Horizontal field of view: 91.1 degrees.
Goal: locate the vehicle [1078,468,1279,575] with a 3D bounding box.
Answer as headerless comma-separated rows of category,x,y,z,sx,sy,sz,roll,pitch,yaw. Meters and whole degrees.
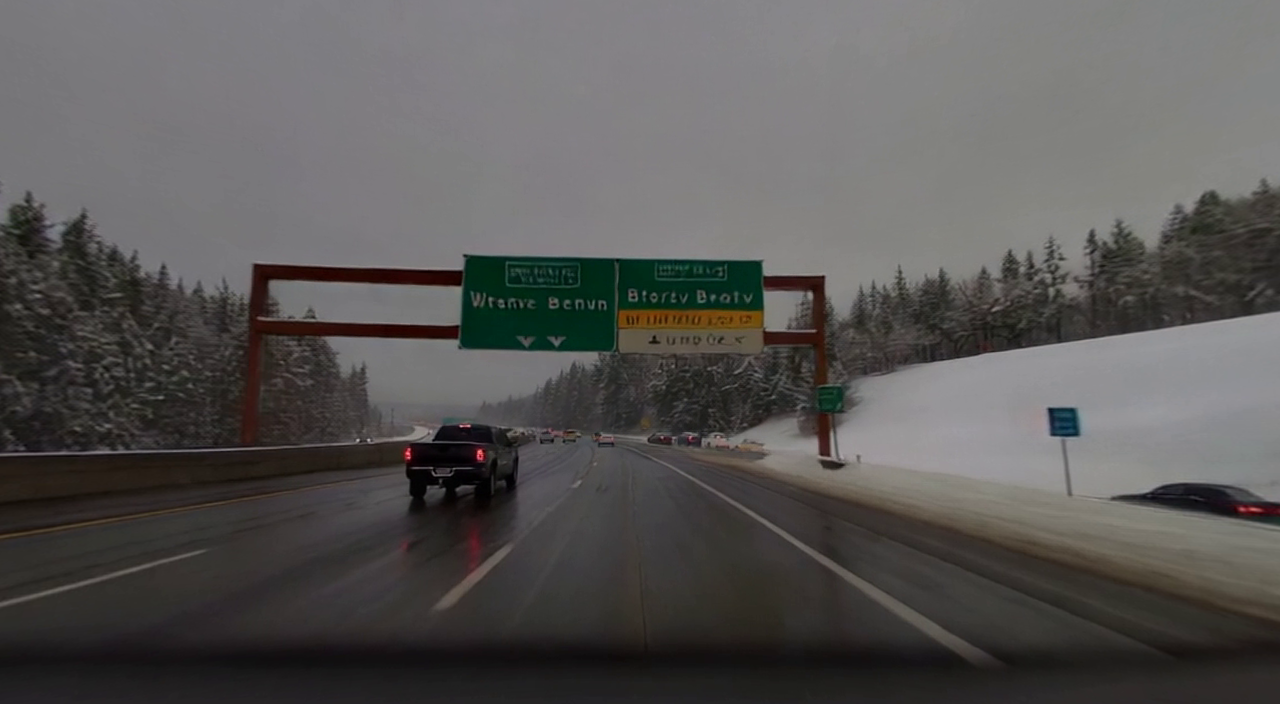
vehicle,14.120,3.989,15.567,2.179,1.976,5.545,1,-8,-5

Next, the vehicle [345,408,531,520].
vehicle,-3.730,2.182,12.763,2.142,1.789,5.009,0,-8,0
